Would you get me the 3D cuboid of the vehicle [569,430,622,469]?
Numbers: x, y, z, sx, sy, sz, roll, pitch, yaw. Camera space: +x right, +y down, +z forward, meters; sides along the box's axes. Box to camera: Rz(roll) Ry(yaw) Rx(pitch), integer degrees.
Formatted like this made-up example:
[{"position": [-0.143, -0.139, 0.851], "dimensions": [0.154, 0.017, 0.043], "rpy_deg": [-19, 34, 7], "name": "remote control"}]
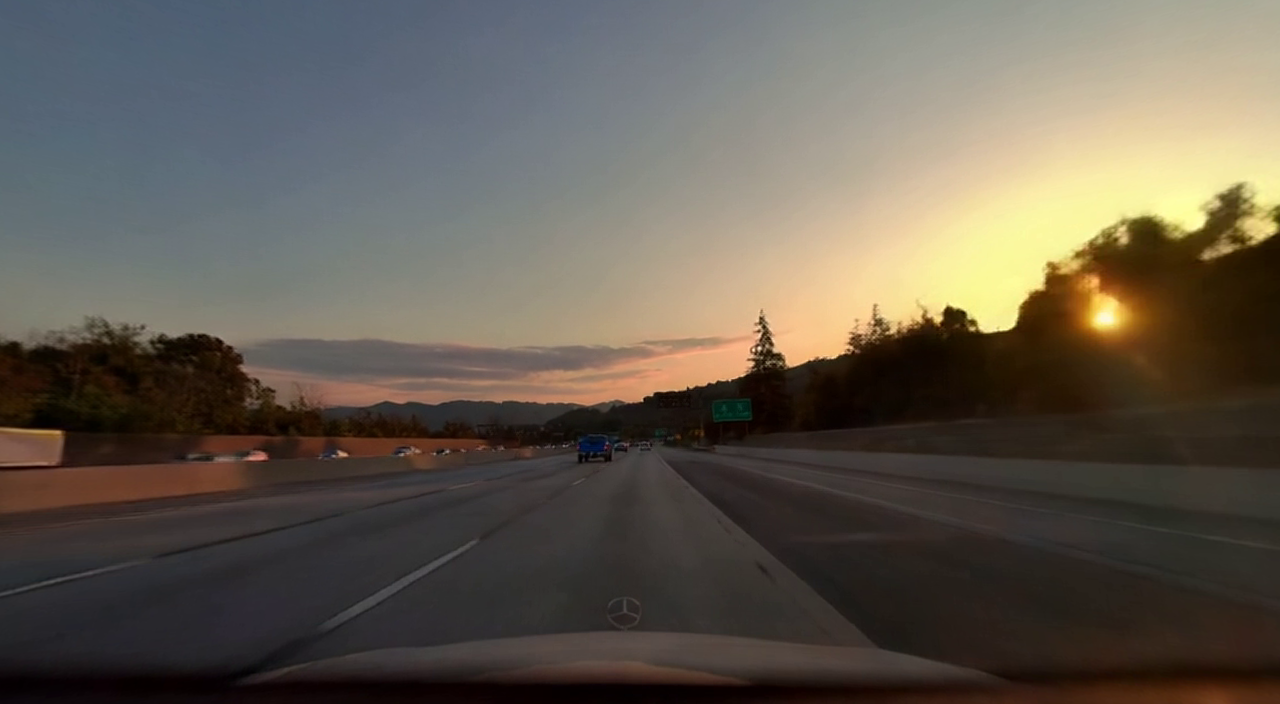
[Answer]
[{"position": [-2.617, 6.016, 38.984], "dimensions": [2.604, 2.170, 6.271], "rpy_deg": [0, -8, 2], "name": "vehicle"}]
